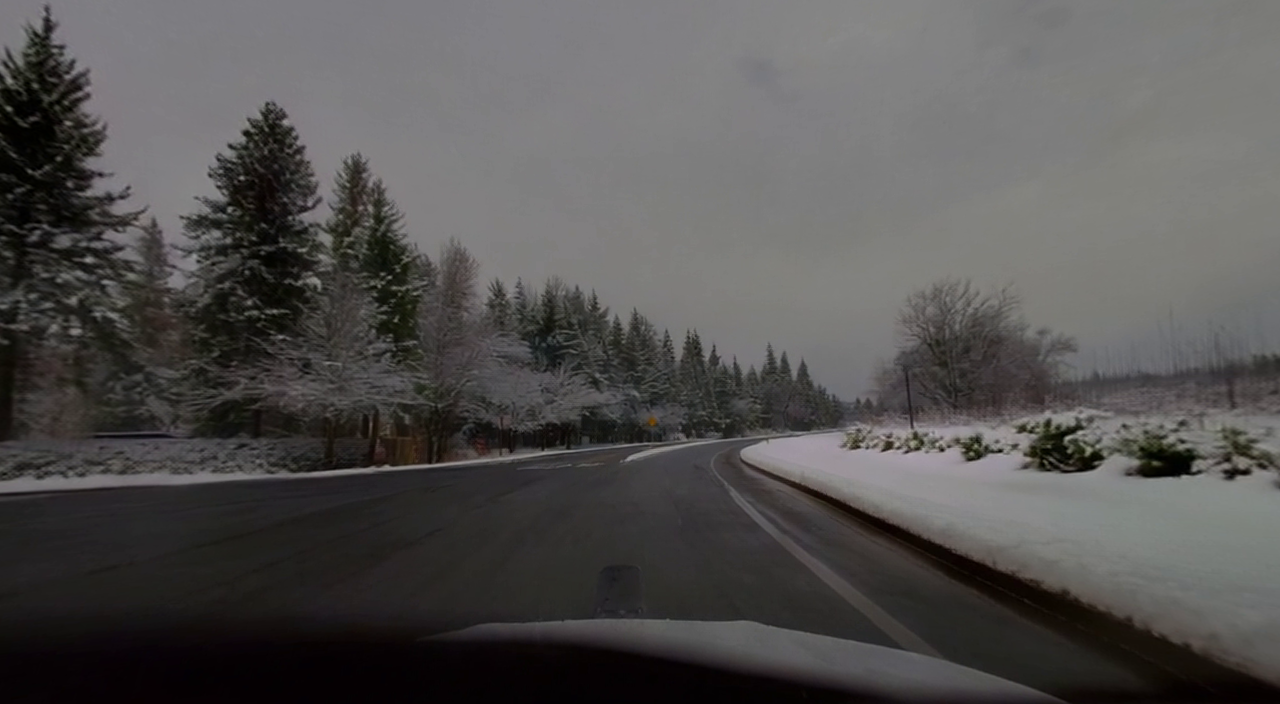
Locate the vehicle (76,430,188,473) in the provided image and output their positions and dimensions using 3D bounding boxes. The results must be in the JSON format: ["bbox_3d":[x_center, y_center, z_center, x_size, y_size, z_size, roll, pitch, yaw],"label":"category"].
[{"bbox_3d":[-28.202,5.493,35.152,4.733,1.892,1.939,-4,-4,2],"label":"vehicle"}]

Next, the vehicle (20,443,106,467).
[{"bbox_3d":[-39.519,7.046,43.306,4.258,1.584,1.843,-1,-9,5],"label":"vehicle"}]
